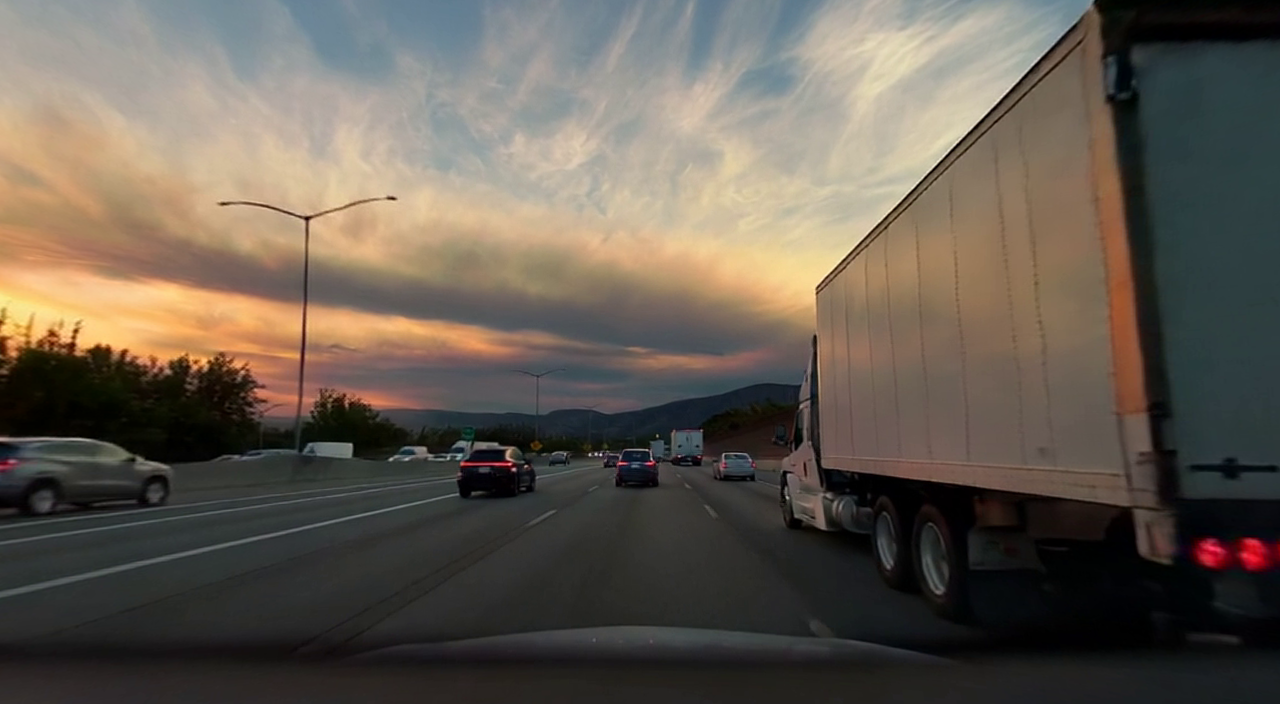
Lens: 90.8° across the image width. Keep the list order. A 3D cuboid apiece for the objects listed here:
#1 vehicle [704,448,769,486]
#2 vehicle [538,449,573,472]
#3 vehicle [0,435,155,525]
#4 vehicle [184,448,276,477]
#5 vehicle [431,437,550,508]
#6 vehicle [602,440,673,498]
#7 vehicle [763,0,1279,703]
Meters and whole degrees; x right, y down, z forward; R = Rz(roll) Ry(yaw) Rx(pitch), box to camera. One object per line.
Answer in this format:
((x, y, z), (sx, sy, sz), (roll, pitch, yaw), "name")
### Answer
((4.187, 5.059, 28.182), (2.146, 1.482, 4.665), (0, -9, 0), "vehicle")
((-6.364, 8.239, 48.058), (1.958, 1.633, 4.568), (0, -9, 2), "vehicle")
((-13.610, 2.769, 14.058), (1.946, 1.773, 4.446), (0, -9, 2), "vehicle")
((-26.477, 7.118, 41.085), (2.207, 1.712, 5.297), (-1, -9, 3), "vehicle")
((-3.945, 3.259, 17.624), (1.988, 1.696, 4.754), (0, -9, 2), "vehicle")
((-0.021, 3.831, 21.145), (2.103, 1.717, 4.399), (0, -9, 1), "vehicle")
((3.738, 0.662, 7.099), (2.836, 3.508, 8.723), (0, -9, 0), "vehicle")
